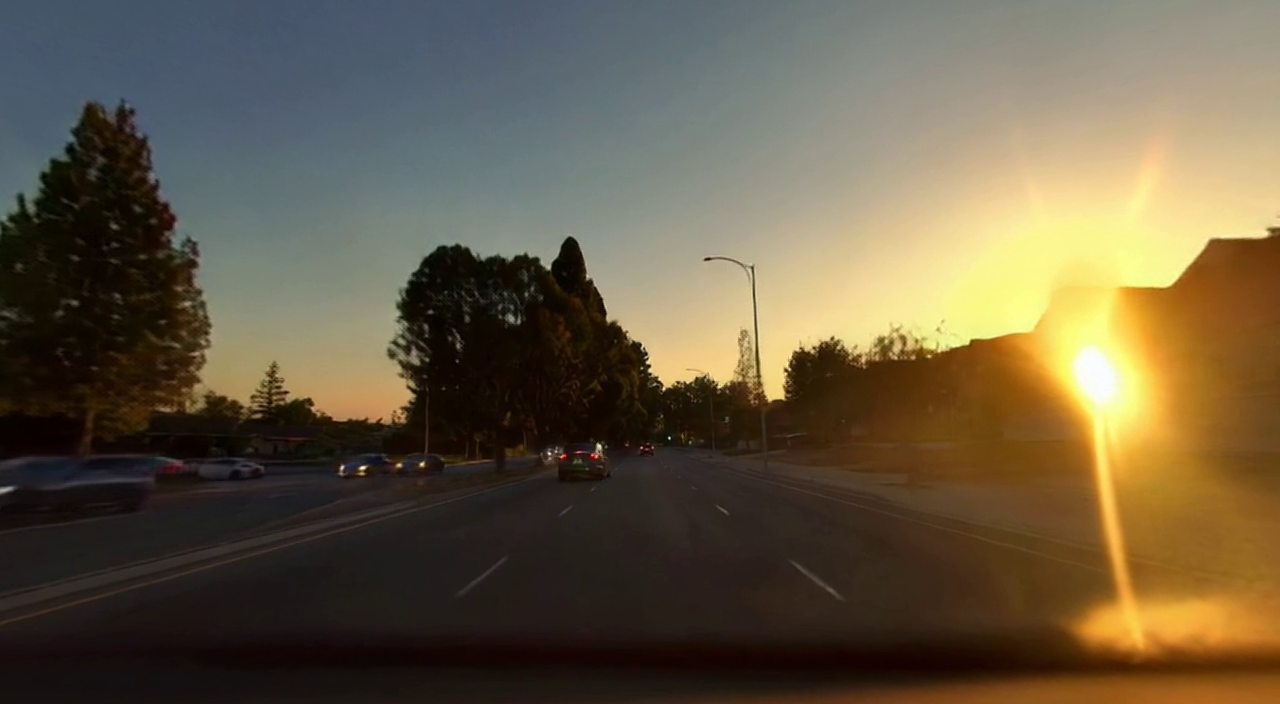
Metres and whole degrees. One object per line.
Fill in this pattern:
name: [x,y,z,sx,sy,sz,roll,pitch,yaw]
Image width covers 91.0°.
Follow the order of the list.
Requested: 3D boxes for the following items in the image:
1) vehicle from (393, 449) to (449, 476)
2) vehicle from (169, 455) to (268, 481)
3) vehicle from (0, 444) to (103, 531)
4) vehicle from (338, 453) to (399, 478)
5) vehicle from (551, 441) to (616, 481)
vehicle: [-13.662,6.906,39.620,1.939,1.537,4.269,0,-9,1]
vehicle: [-25.944,7.145,38.903,4.586,1.492,1.884,1,-9,-8]
vehicle: [-13.939,2.747,12.749,2.059,1.734,4.559,0,-9,0]
vehicle: [-17.375,7.258,40.515,1.945,1.520,4.403,0,-9,0]
vehicle: [-2.221,4.488,26.125,2.106,1.517,4.375,-1,-9,3]
